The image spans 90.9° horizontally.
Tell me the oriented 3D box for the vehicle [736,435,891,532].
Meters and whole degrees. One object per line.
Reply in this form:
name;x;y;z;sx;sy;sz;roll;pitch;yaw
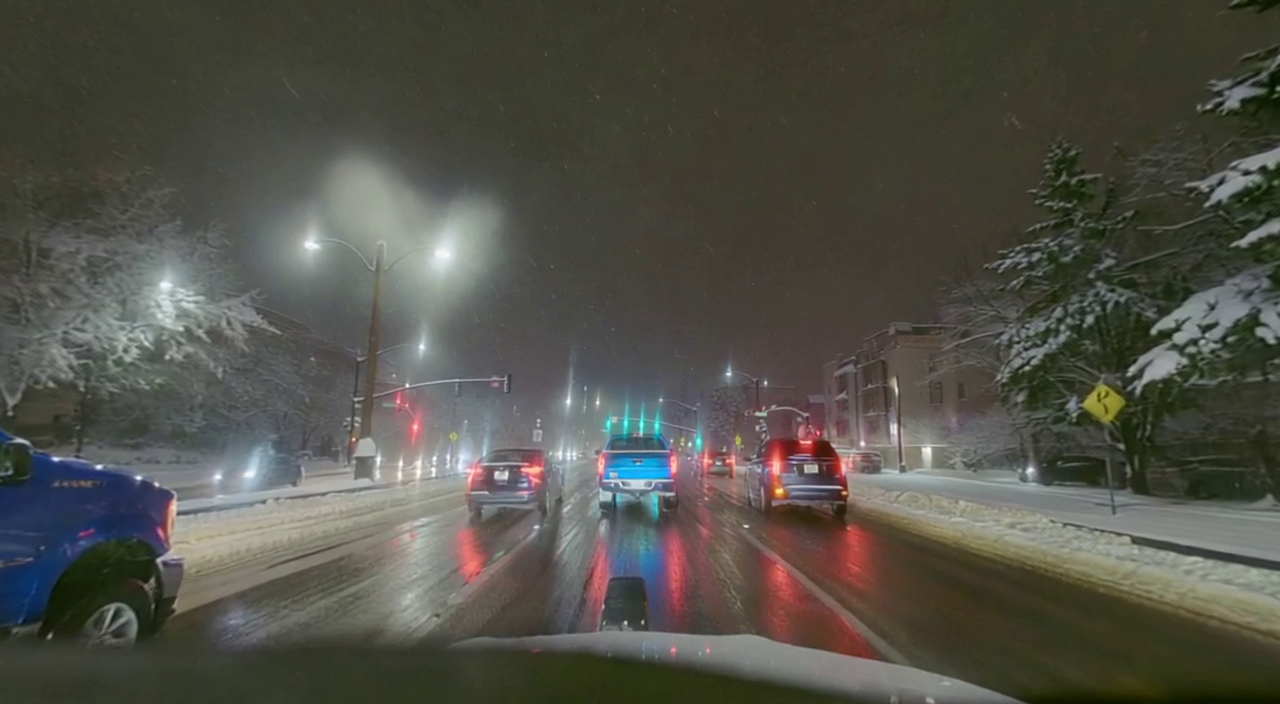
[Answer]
vehicle;3.309;2.569;12.965;1.955;1.628;4.152;0;-8;0

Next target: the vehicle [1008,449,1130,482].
vehicle;22.286;5.867;33.028;2.003;1.515;4.939;3;-9;-20

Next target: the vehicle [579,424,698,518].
vehicle;-0.028;2.861;15.736;2.493;1.934;4.957;0;-8;0

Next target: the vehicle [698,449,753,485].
vehicle;3.845;5.234;29.072;1.968;1.472;4.456;0;-8;0

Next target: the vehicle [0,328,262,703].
vehicle;-3.466;0.682;1.656;1.994;1.759;4.709;0;-8;0

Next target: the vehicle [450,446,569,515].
vehicle;-3.092;3.120;15.948;1.986;1.465;4.509;0;-8;1

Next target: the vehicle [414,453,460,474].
vehicle;-15.184;8.364;47.394;1.932;1.449;4.545;0;-8;1

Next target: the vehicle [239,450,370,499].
vehicle;-11.552;4.213;22.139;1.968;1.487;4.676;0;-8;1

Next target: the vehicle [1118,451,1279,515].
vehicle;17.447;3.905;19.368;1.940;1.500;4.748;-2;-7;3
